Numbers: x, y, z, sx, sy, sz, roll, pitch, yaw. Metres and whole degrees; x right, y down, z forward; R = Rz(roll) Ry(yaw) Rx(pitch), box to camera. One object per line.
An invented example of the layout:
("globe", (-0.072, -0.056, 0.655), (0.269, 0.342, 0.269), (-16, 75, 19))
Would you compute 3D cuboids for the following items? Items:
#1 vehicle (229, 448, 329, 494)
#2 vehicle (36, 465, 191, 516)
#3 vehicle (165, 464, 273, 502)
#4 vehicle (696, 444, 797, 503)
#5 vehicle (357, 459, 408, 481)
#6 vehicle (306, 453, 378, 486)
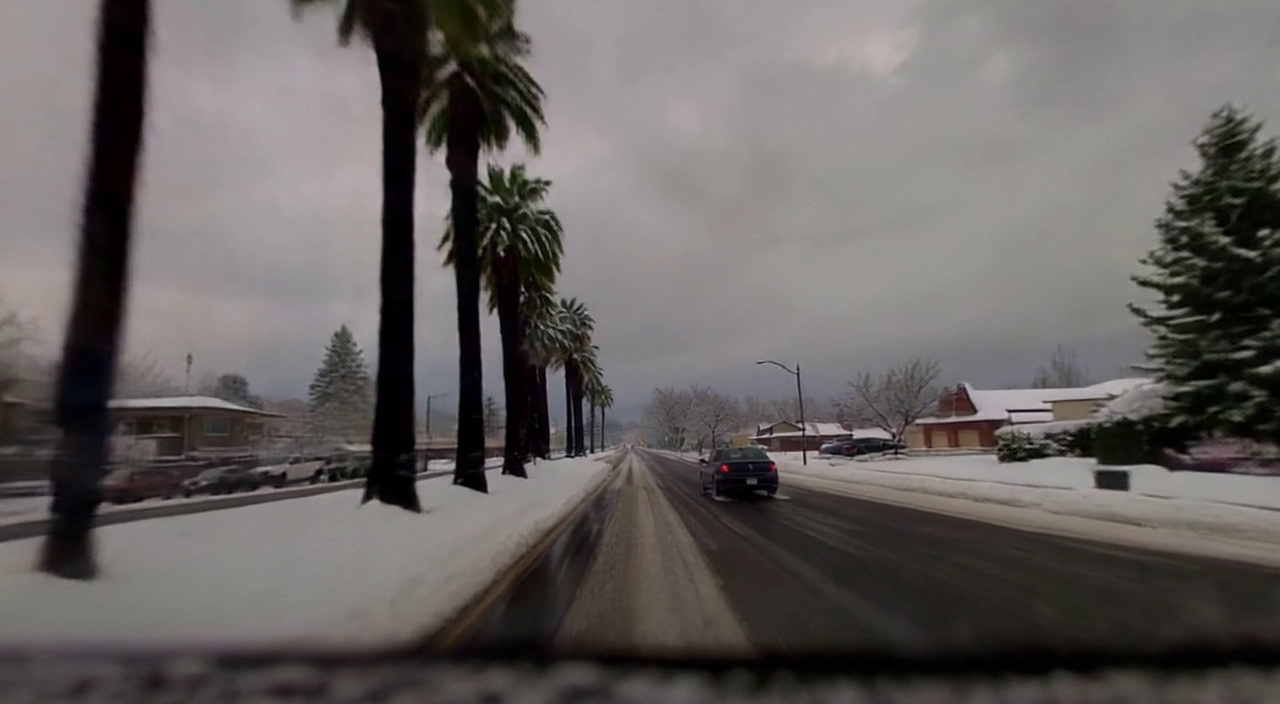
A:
("vehicle", (-19.288, 6.342, 34.112), (2.344, 2.232, 5.170), (0, -9, 0))
("vehicle", (-18.969, 4.977, 23.089), (1.811, 1.539, 4.560), (0, -9, -2))
("vehicle", (-18.838, 5.861, 28.583), (1.828, 1.472, 4.464), (0, -9, 0))
("vehicle", (2.918, 3.443, 18.396), (1.989, 1.492, 4.689), (0, -9, -2))
("vehicle", (-19.180, 8.800, 47.336), (1.836, 1.476, 4.950), (0, -9, -1))
("vehicle", (-19.216, 7.583, 41.078), (2.056, 1.946, 5.498), (0, -9, -1))
